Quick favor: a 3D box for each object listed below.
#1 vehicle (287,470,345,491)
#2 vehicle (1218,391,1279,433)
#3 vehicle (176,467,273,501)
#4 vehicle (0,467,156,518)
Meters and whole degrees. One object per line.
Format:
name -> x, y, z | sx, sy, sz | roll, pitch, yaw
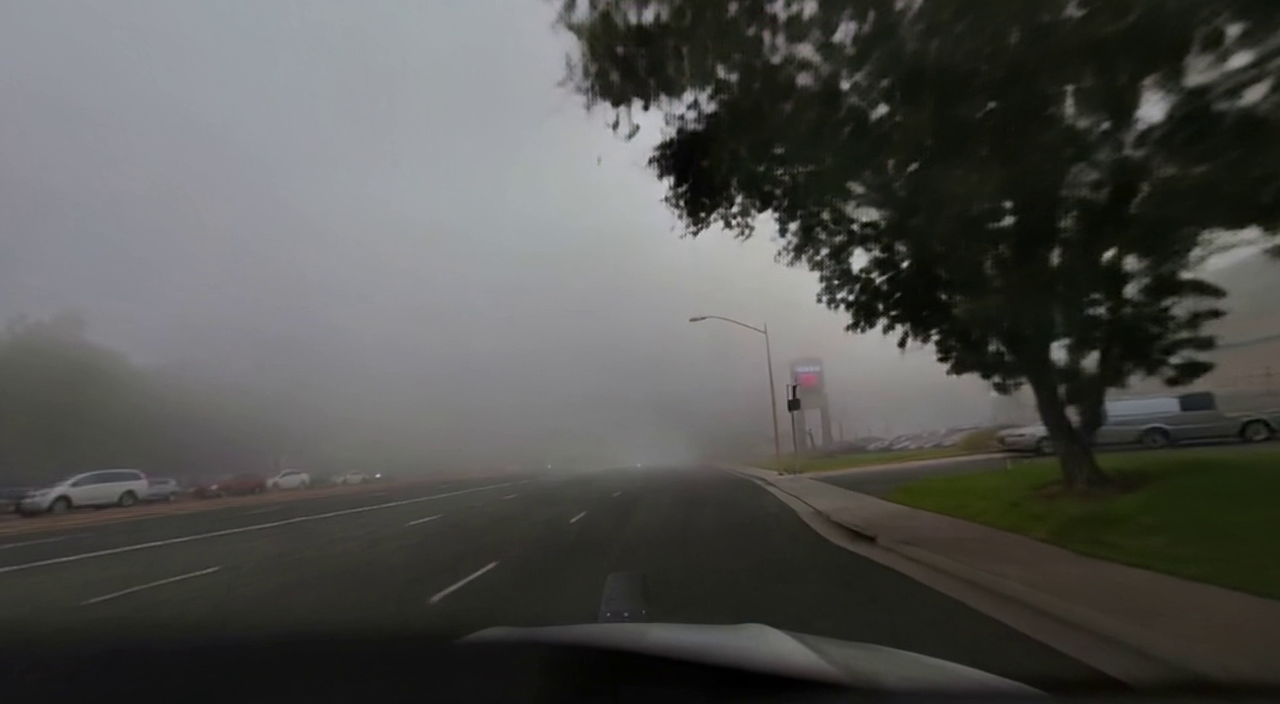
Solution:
vehicle -> -24.381, 9.670, 47.546 | 1.827, 1.370, 4.191 | -1, -9, 6
vehicle -> 24.884, 2.320, 24.977 | 3.335, 1.398, 1.535 | -2, -11, -26
vehicle -> -22.501, 7.151, 34.394 | 1.918, 1.503, 4.632 | -6, -10, 4
vehicle -> -23.281, 5.756, 26.165 | 1.967, 1.683, 5.223 | -7, -10, 5
